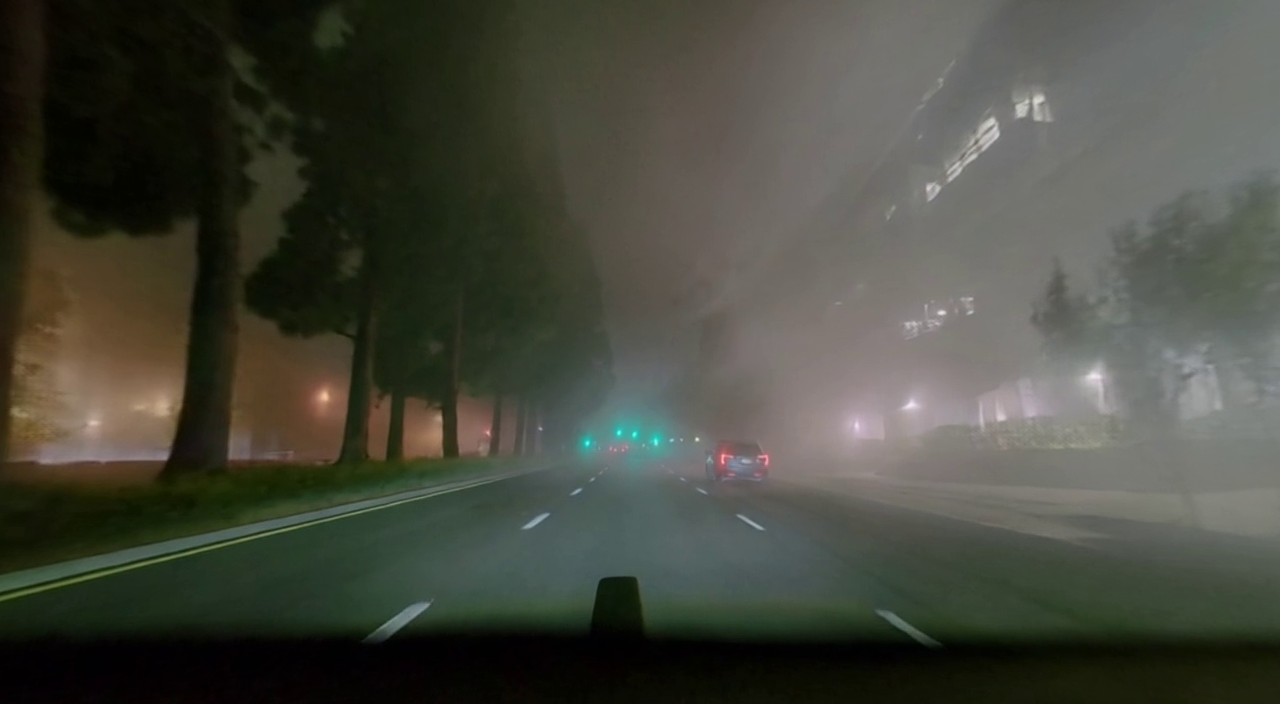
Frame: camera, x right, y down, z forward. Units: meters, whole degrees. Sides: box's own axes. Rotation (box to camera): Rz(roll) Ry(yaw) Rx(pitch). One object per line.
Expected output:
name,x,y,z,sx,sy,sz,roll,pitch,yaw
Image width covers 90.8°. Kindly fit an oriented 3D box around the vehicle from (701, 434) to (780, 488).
vehicle,3.503,3.894,22.832,2.083,1.743,4.354,0,-9,-1
